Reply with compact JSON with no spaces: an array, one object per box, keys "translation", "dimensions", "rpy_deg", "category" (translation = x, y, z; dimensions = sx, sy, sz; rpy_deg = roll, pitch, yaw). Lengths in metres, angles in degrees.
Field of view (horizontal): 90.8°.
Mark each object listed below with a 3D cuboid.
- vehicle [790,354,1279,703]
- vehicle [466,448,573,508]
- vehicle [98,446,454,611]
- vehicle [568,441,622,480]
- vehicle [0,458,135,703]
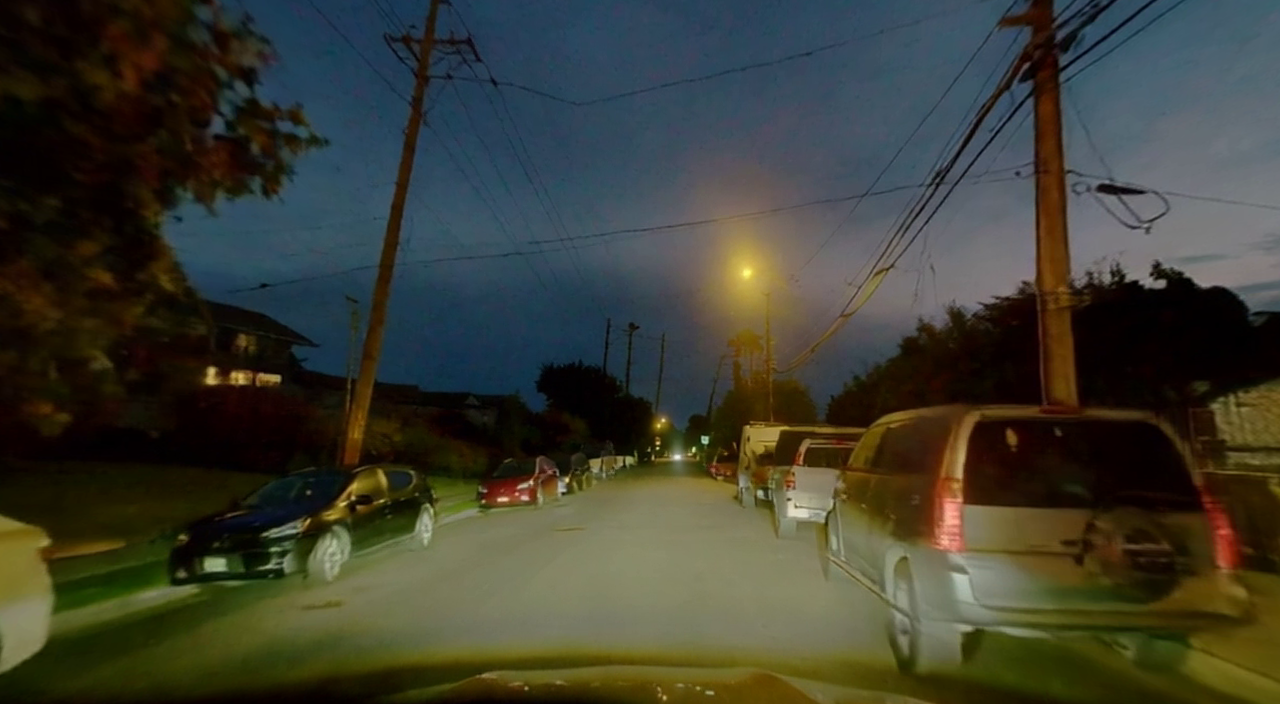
[{"translation":[2.717,1.276,5.437],"dimensions":[1.992,1.853,4.704],"rpy_deg":[-1,-8,4],"category":"vehicle"},{"translation":[-3.425,3.672,18.989],"dimensions":[1.988,1.541,4.686],"rpy_deg":[-1,-8,4],"category":"vehicle"},{"translation":[-4.175,2.014,8.272],"dimensions":[1.796,1.532,4.244],"rpy_deg":[-1,-8,6],"category":"vehicle"},{"translation":[-2.350,5.855,34.394],"dimensions":[2.280,1.953,5.092],"rpy_deg":[-1,-8,3],"category":"vehicle"},{"translation":[-4.582,1.130,2.164],"dimensions":[1.932,1.431,4.198],"rpy_deg":[-1,-8,7],"category":"vehicle"}]
